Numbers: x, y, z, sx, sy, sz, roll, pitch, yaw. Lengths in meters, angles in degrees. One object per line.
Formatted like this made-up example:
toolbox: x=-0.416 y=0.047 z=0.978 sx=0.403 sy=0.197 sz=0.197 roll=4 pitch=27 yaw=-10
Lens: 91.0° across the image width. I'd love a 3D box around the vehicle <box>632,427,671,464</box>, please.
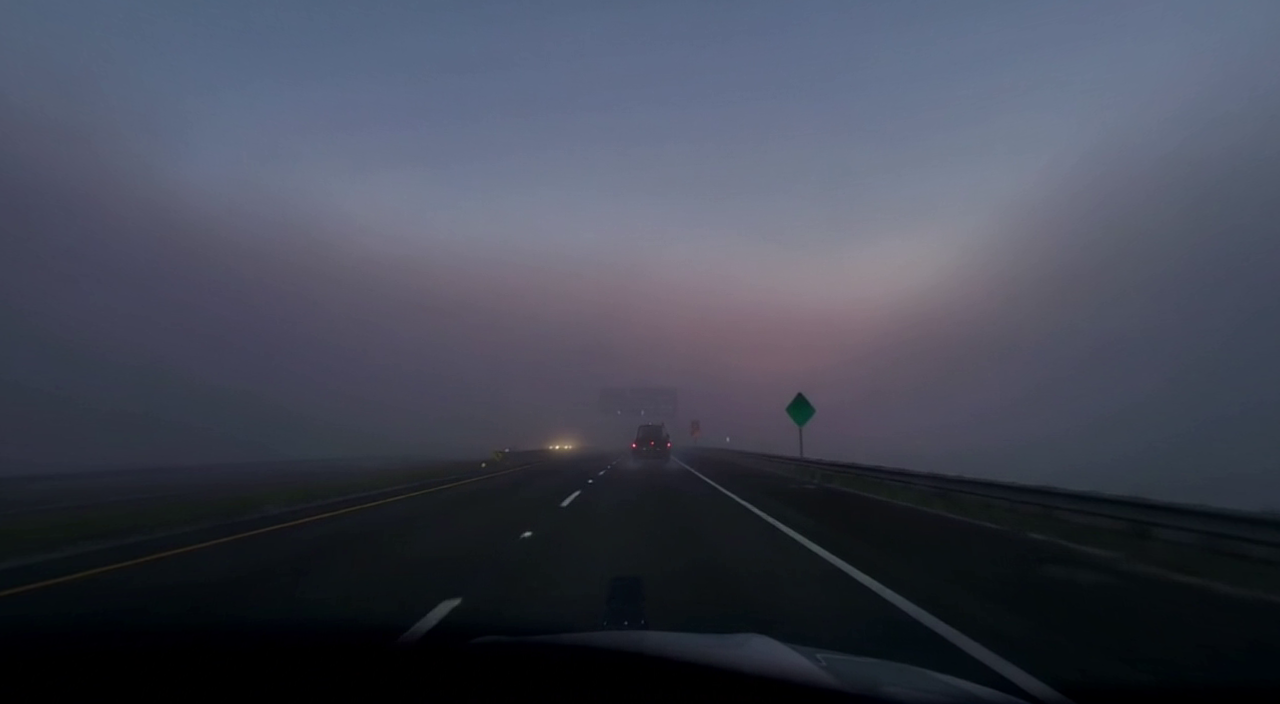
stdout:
vehicle: x=0.715 y=5.812 z=39.248 sx=2.277 sy=2.109 sz=4.922 roll=0 pitch=-8 yaw=1
